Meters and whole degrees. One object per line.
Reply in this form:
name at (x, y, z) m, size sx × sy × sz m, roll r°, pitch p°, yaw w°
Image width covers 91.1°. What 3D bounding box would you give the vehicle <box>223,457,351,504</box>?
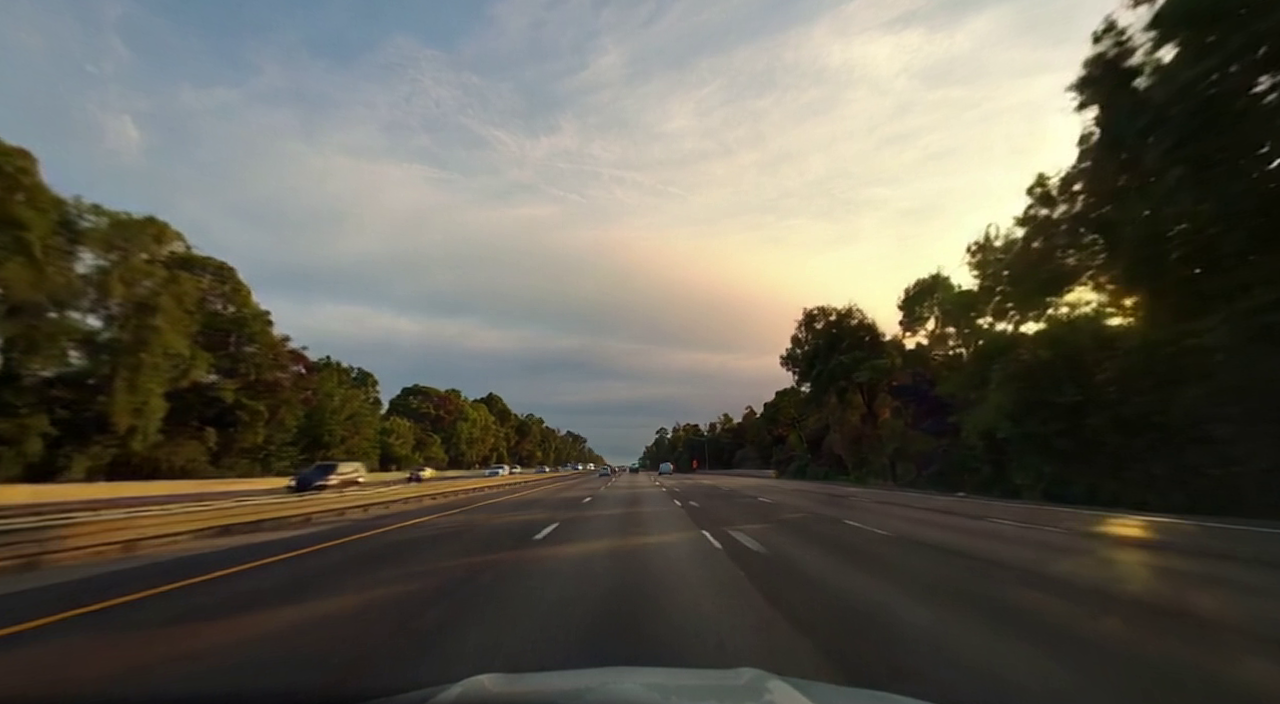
vehicle at (-12.441, 4.570, 22.518) m, size 1.993 × 1.464 × 4.416 m, roll 1°, pitch -10°, yaw 0°
